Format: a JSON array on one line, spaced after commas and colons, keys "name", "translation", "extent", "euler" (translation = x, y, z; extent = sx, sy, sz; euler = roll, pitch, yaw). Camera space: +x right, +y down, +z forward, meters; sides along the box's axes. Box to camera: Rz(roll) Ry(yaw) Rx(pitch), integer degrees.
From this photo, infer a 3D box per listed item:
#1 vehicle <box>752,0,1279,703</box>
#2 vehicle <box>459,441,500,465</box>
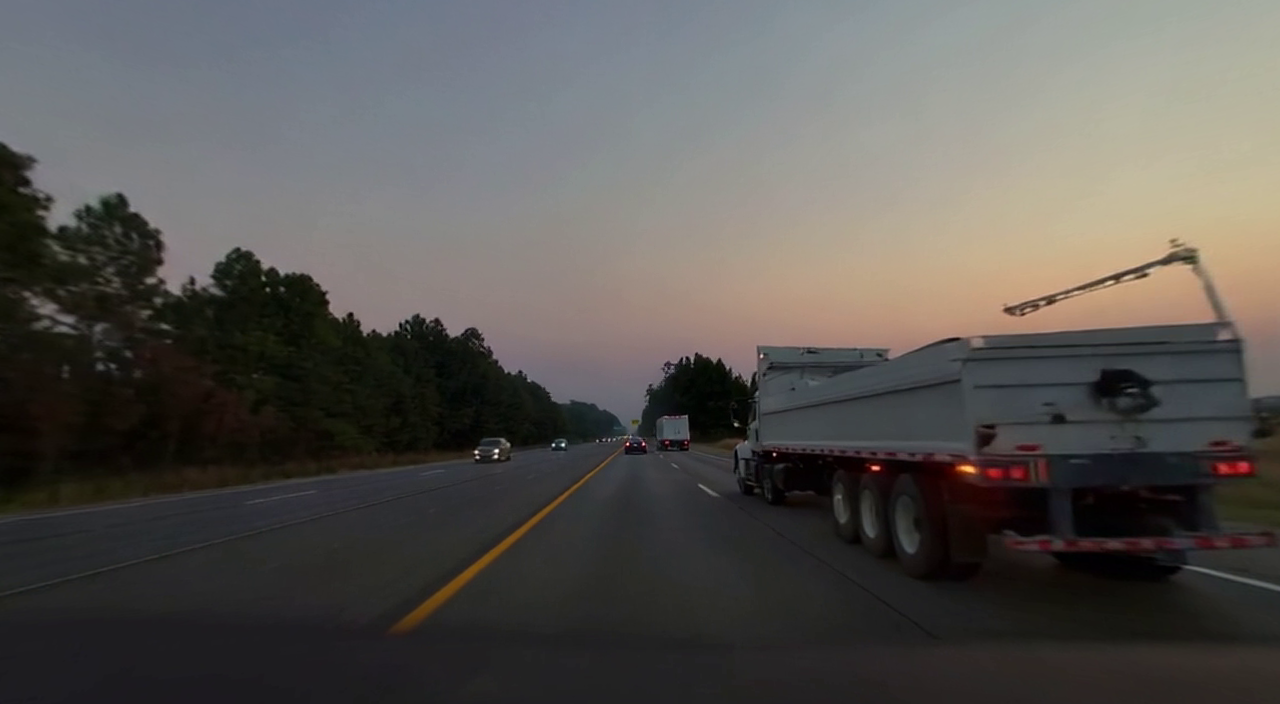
[{"name": "vehicle", "translation": [3.966, 0.149, 6.337], "extent": [2.919, 4.004, 13.911], "euler": [0, -8, -1]}, {"name": "vehicle", "translation": [-11.571, 7.270, 45.613], "extent": [1.890, 1.614, 4.227], "euler": [0, -8, 0]}]
